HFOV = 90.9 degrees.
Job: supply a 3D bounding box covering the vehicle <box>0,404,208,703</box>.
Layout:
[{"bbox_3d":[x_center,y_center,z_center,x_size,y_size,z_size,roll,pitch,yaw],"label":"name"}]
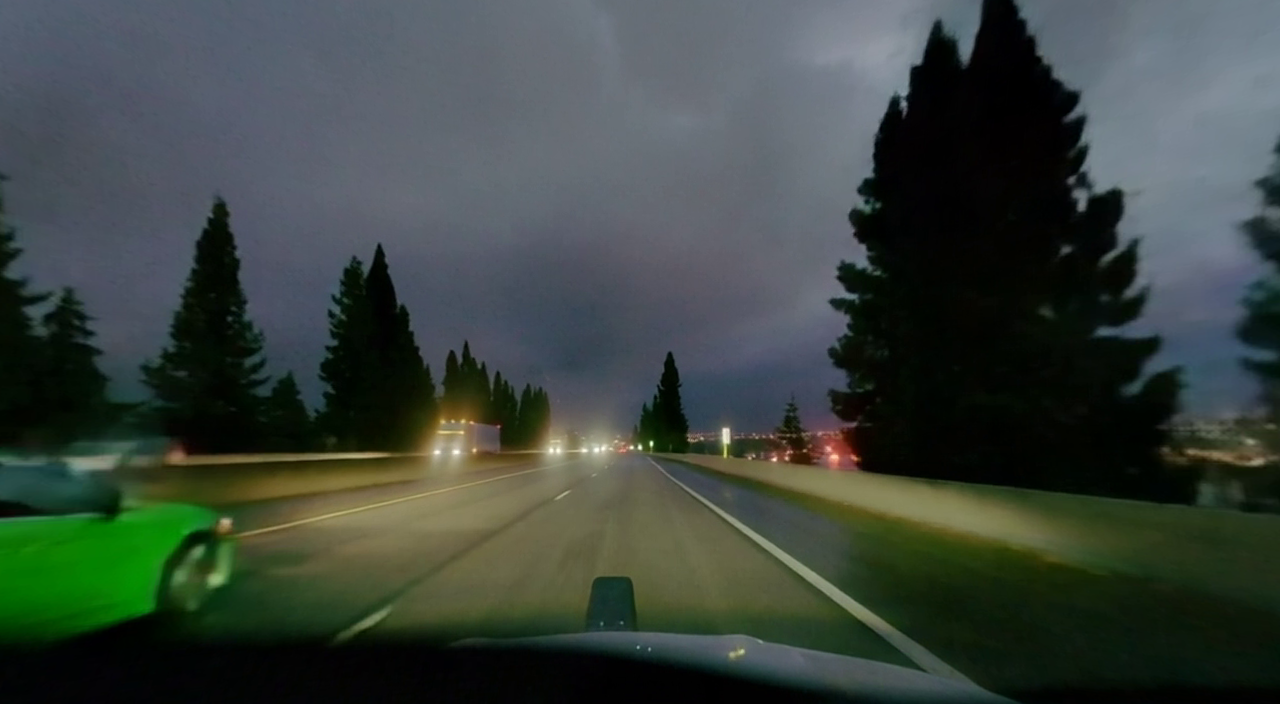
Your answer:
[{"bbox_3d":[-4.104,0.884,1.990,2.083,1.560,4.713,0,-9,1],"label":"vehicle"}]
